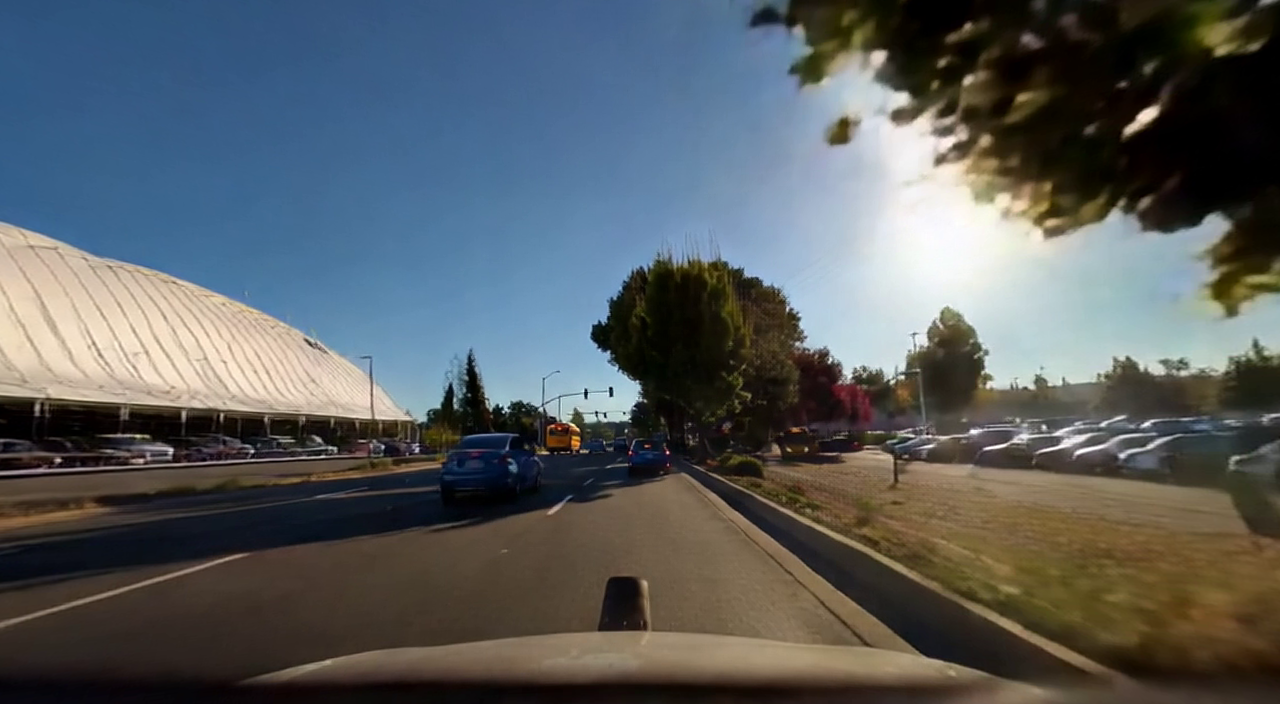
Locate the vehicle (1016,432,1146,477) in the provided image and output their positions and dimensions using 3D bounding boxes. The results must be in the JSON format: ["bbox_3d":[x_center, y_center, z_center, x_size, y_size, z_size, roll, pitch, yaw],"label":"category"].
[{"bbox_3d":[18.710,4.365,27.091,1.965,1.749,4.838,0,-9,-2],"label":"vehicle"}]

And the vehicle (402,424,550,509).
[{"bbox_3d":[-3.529,2.571,14.533,2.148,1.636,4.199,0,-9,2],"label":"vehicle"}]

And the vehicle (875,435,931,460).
[{"bbox_3d":[18.673,6.793,44.997,1.841,1.680,4.842,0,-9,-1],"label":"vehicle"}]

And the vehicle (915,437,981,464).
[{"bbox_3d":[18.794,6.026,38.675,1.826,1.532,4.290,0,-9,-1],"label":"vehicle"}]

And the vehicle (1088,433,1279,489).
[{"bbox_3d":[18.767,3.702,21.809,2.229,1.661,5.991,0,-9,1],"label":"vehicle"}]

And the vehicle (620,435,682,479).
[{"bbox_3d":[0.338,3.954,23.871,2.123,1.498,4.226,0,-9,-1],"label":"vehicle"}]

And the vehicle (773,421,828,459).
[{"bbox_3d":[12.290,6.849,48.944,2.754,2.711,6.196,0,-9,2],"label":"vehicle"}]
